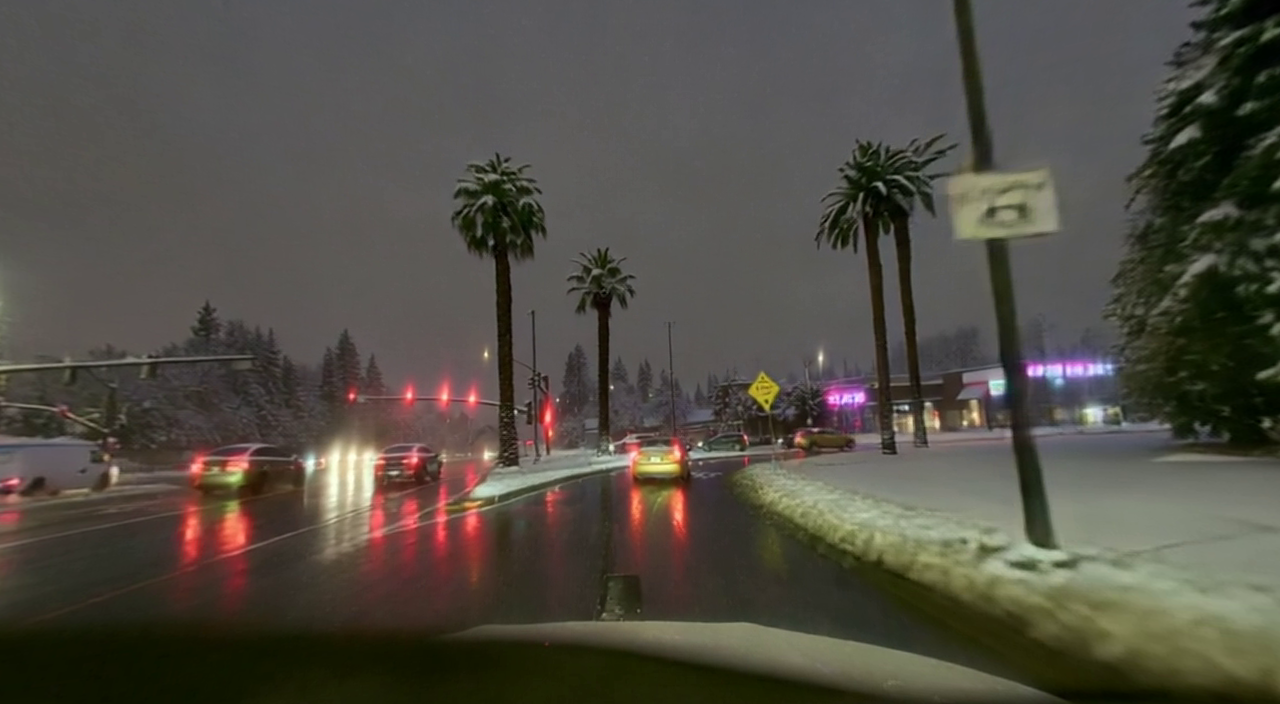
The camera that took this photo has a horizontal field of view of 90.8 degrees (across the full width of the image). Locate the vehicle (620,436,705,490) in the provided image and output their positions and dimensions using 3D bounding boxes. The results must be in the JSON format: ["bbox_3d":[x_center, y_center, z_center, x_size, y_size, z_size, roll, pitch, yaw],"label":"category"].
[{"bbox_3d":[0.843,3.460,20.055,2.070,1.493,4.570,-2,-9,10],"label":"vehicle"}]

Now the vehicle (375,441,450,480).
[{"bbox_3d":[-9.574,4.594,26.993,1.912,1.487,4.471,1,-9,-6],"label":"vehicle"}]

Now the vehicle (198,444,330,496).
[{"bbox_3d":[-12.011,3.774,20.591,1.905,1.482,4.463,1,-9,-6],"label":"vehicle"}]

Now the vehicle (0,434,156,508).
[{"bbox_3d":[-18.732,3.685,20.126,2.627,2.009,5.719,1,-9,-8],"label":"vehicle"}]
